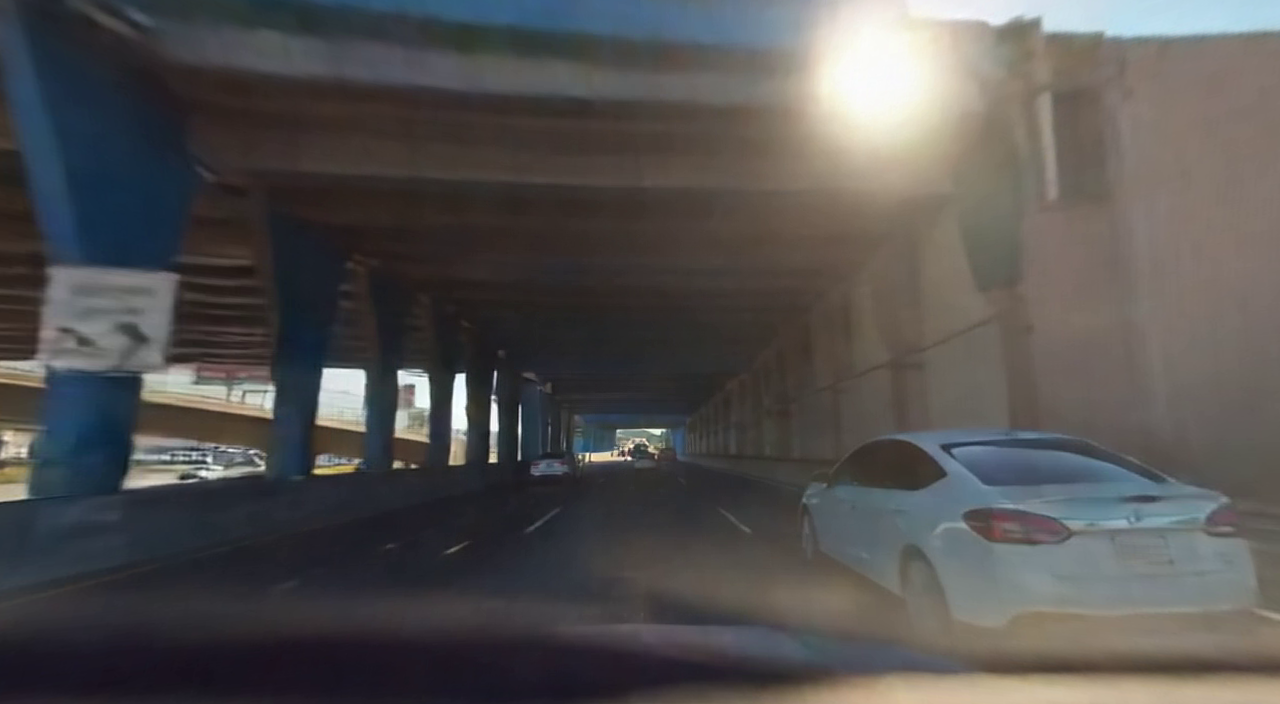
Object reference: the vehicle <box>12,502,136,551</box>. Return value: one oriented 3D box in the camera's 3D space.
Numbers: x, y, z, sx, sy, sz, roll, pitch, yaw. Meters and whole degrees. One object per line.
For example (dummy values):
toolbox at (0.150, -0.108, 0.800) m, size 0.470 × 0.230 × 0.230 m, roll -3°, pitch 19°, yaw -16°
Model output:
vehicle at (-32.092, 9.885, 36.061) m, size 2.018 × 2.023 × 5.545 m, roll 0°, pitch -8°, yaw -1°

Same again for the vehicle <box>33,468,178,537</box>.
vehicle at (-37.198, 10.393, 44.500) m, size 3.004 × 3.950 × 8.532 m, roll 0°, pitch -8°, yaw -3°

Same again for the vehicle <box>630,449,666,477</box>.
vehicle at (0.419, 6.070, 34.774) m, size 1.877 × 1.386 × 3.872 m, roll 0°, pitch -8°, yaw -1°

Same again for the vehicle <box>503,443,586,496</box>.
vehicle at (-3.077, 3.877, 21.316) m, size 2.064 × 1.589 × 4.213 m, roll 0°, pitch -8°, yaw 1°
